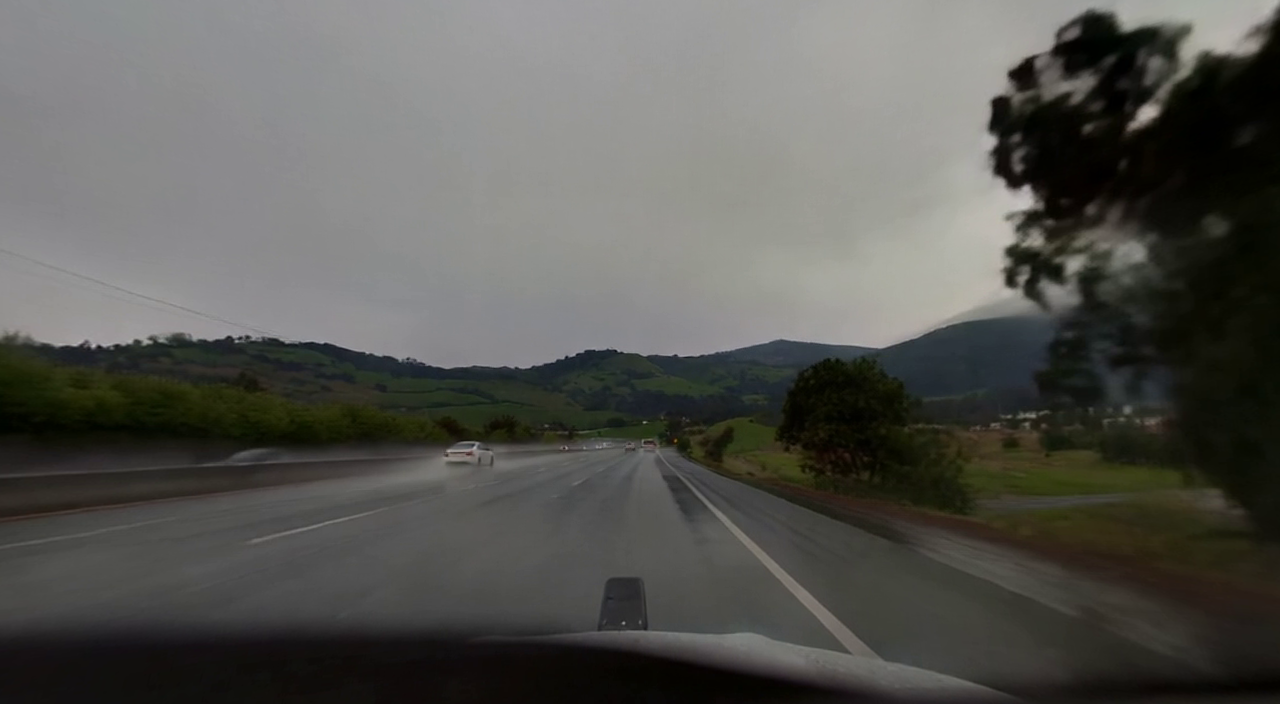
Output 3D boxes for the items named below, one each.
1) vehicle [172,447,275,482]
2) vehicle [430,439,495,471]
[{"bbox_3d":[-20.055,5.395,30.632,1.884,1.507,4.491,0,-8,1],"label":"vehicle"},{"bbox_3d":[-10.224,5.970,36.751,2.152,1.753,4.972,0,-8,2],"label":"vehicle"}]
